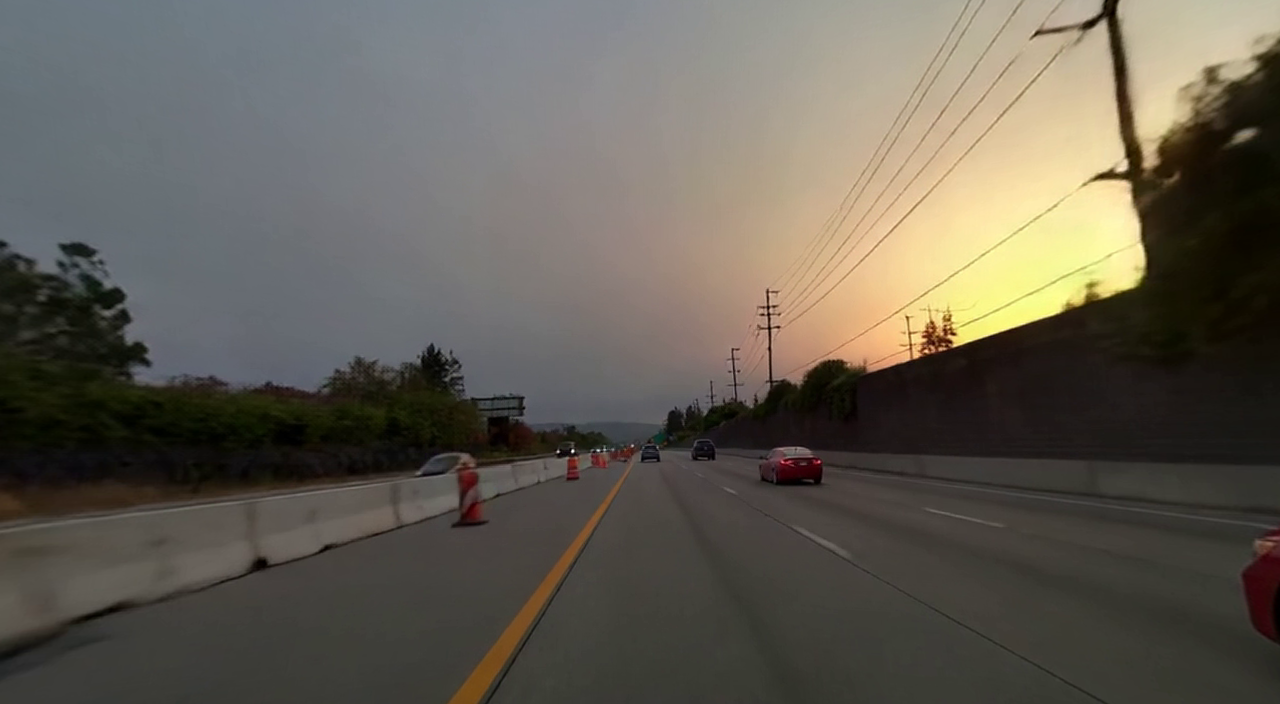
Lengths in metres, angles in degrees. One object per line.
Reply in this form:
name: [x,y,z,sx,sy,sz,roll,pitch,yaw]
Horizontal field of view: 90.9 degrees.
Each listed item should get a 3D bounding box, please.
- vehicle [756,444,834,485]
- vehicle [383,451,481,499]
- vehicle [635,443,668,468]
vehicle: [5.702,4.154,23.680,1.881,1.409,4.016,0,-8,0]
vehicle: [-7.431,4.398,23.049,1.971,1.515,4.381,0,-8,2]
vehicle: [0.762,6.859,42.093,2.096,1.583,4.150,0,-8,1]
